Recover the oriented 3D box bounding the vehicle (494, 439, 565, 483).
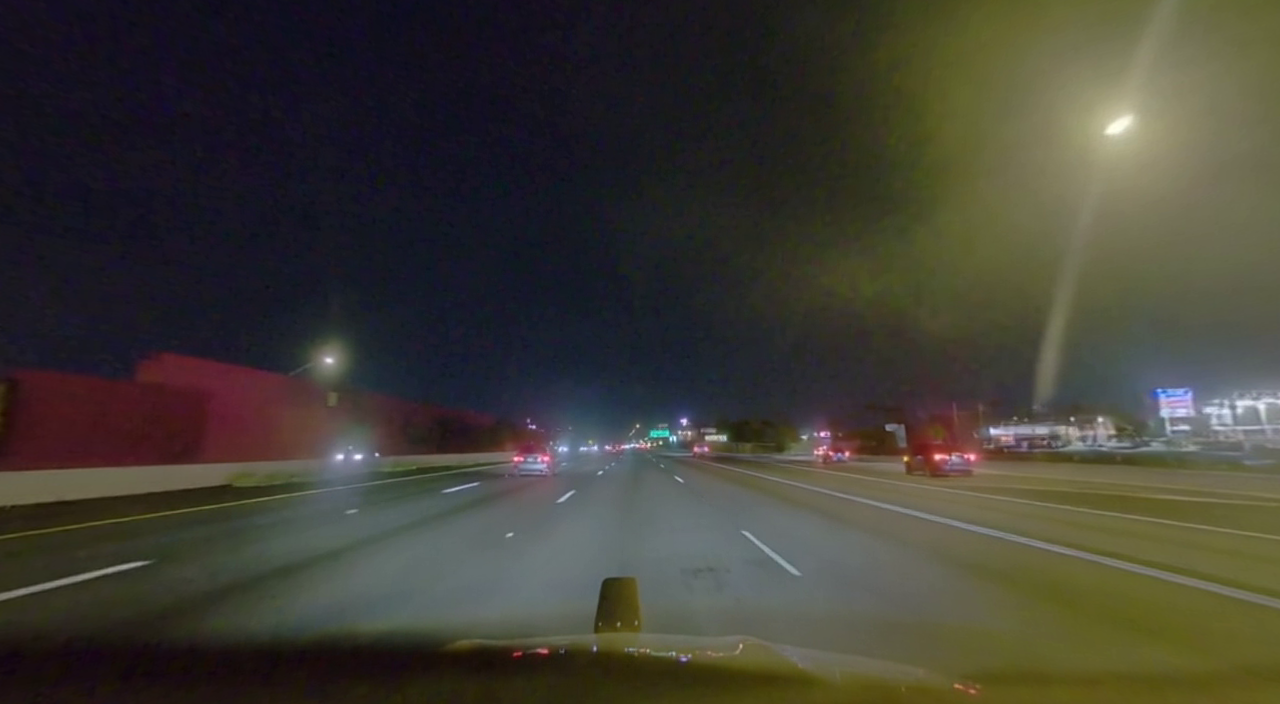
[{"bbox_3d":[-4.133,4.132,24.249,1.939,1.508,4.272,0,-8,0],"label":"vehicle"}]

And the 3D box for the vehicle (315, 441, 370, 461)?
[{"bbox_3d":[-23.347,7.800,49.752,1.964,1.458,4.729,0,-8,1],"label":"vehicle"}]
